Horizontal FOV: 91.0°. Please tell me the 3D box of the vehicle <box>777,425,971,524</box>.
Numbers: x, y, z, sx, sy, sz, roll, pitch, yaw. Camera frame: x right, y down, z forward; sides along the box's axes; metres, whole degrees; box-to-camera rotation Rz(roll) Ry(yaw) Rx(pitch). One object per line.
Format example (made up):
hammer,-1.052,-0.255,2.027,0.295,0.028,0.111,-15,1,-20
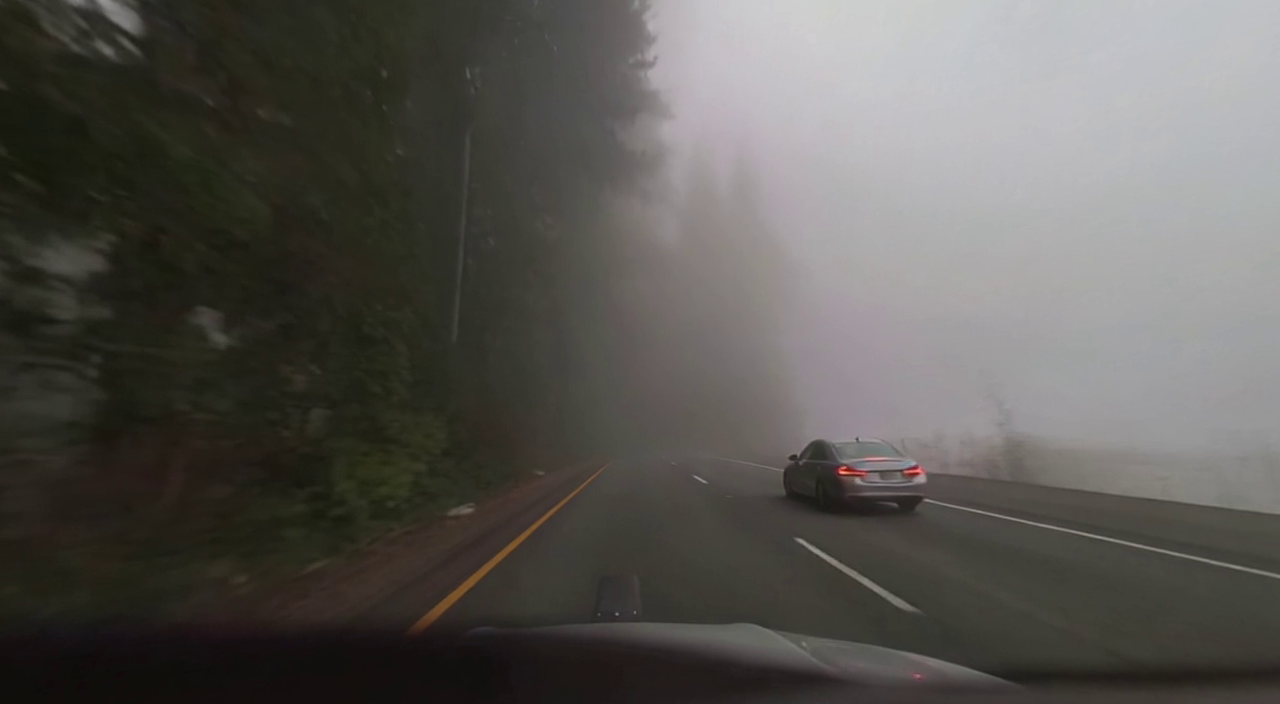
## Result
vehicle,4.218,2.264,12.326,1.905,1.525,4.719,0,-8,-1
